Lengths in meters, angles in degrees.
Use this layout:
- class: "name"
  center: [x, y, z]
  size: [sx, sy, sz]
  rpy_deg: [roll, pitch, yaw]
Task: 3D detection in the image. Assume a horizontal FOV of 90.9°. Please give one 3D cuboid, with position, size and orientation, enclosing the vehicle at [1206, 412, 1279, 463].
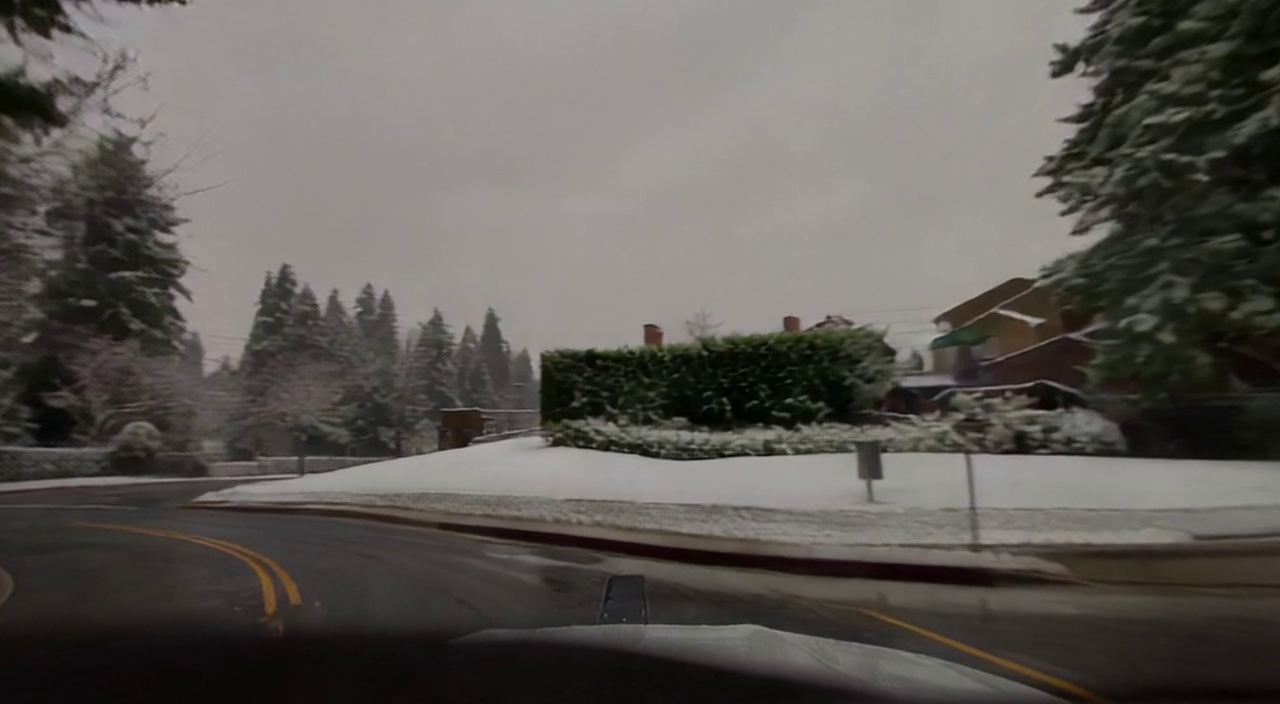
- class: "vehicle"
  center: [20.767, 2.827, 20.670]
  size: [1.802, 1.548, 3.501]
  rpy_deg: [-2, -9, 15]
